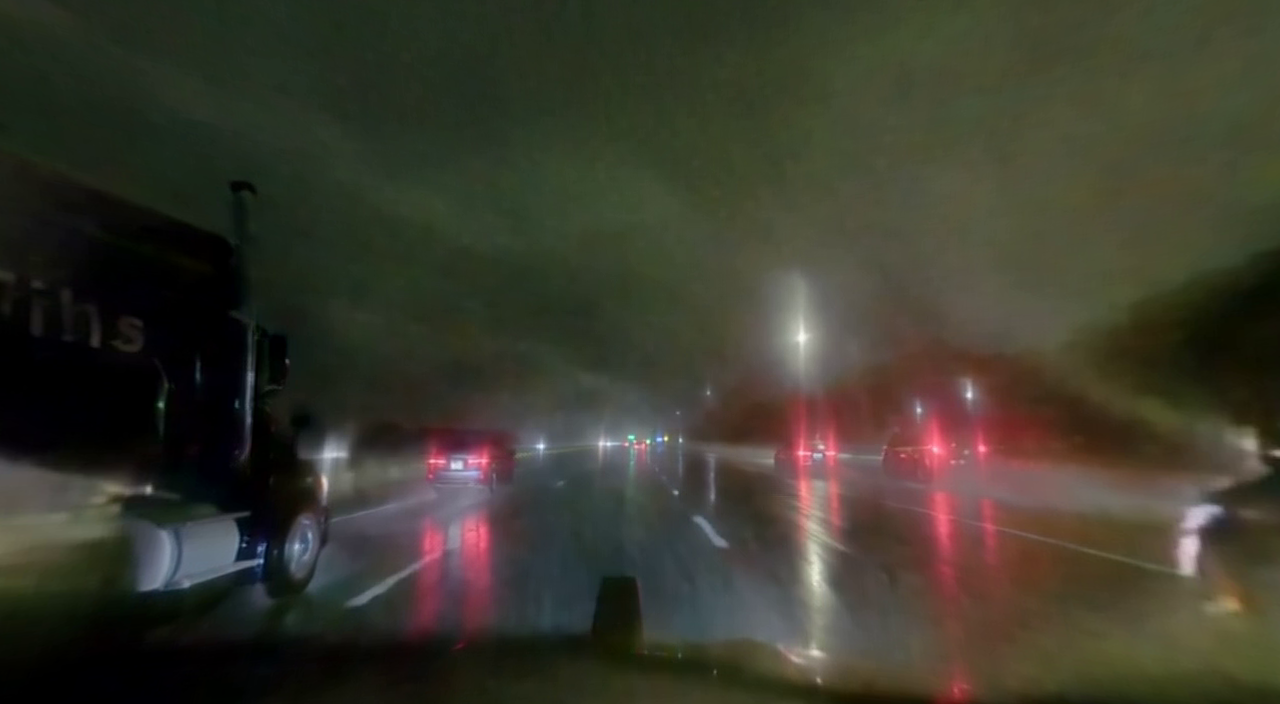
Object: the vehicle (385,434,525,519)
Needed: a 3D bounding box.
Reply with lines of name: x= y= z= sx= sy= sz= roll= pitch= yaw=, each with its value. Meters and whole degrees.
vehicle: x=-4.140 y=2.831 z=14.945 sx=2.063 sy=1.661 sz=4.439 roll=1 pitch=-8 yaw=-2
